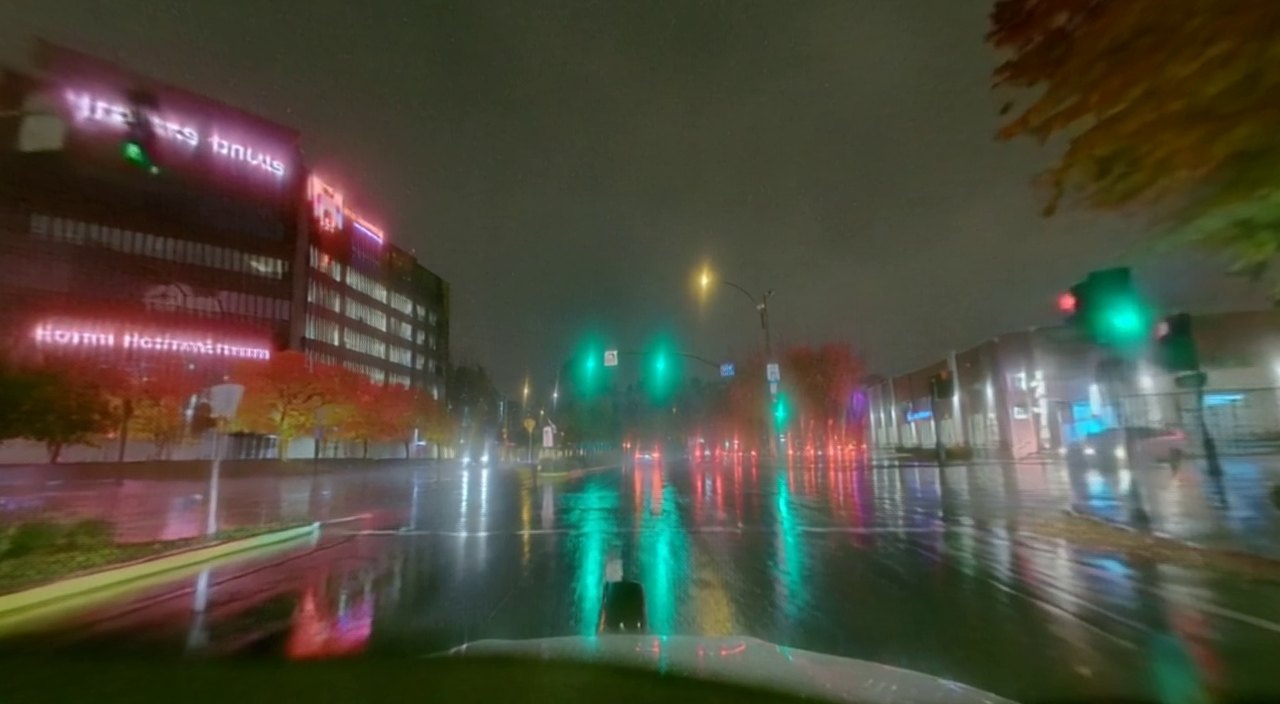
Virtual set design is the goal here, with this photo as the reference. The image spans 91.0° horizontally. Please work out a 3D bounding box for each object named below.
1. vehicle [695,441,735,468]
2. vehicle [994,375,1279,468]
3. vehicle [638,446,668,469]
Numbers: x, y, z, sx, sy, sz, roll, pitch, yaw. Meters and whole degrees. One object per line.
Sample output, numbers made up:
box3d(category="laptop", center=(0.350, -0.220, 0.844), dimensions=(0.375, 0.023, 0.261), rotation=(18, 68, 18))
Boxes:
box3d(category="vehicle", center=(5.063, 6.990, 43.086), dimensions=(2.174, 1.749, 4.739), rotation=(0, -9, 1))
box3d(category="vehicle", center=(21.055, 2.904, 25.733), dimensions=(10.893, 3.534, 3.195), rotation=(-1, -9, 5))
box3d(category="vehicle", center=(1.014, 7.720, 46.224), dimensions=(2.014, 1.525, 4.197), rotation=(0, -9, 4))
